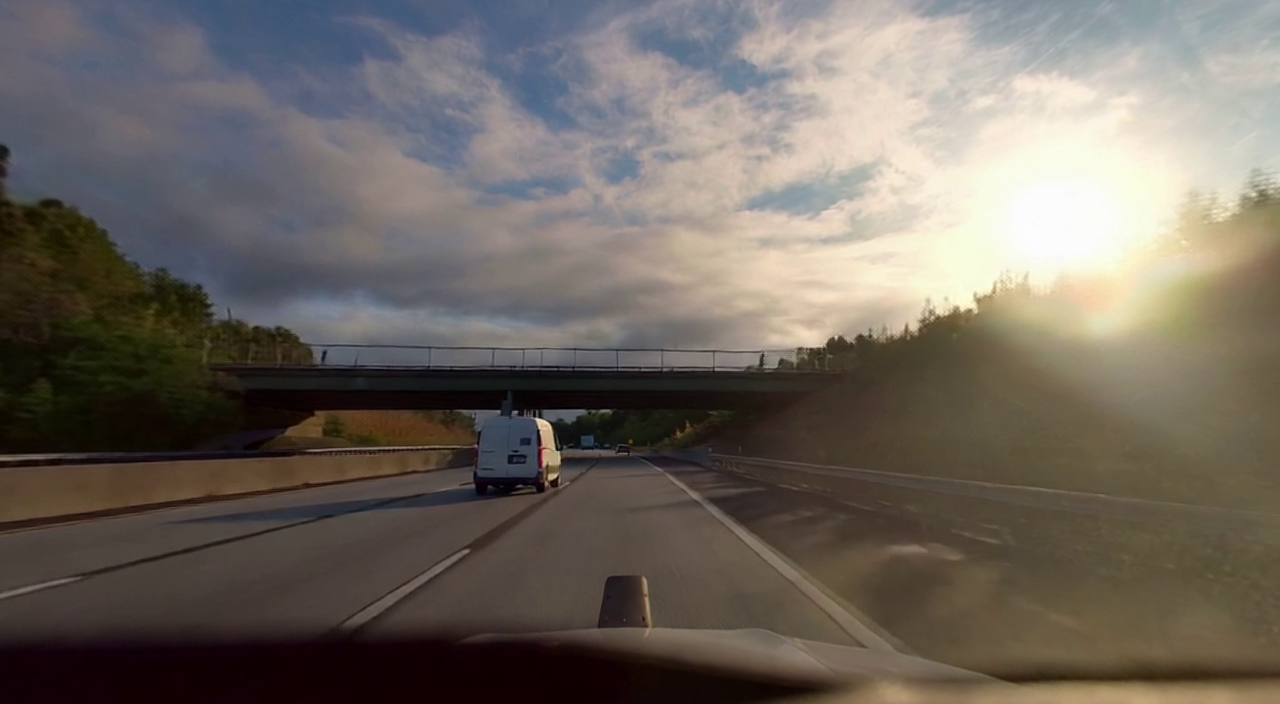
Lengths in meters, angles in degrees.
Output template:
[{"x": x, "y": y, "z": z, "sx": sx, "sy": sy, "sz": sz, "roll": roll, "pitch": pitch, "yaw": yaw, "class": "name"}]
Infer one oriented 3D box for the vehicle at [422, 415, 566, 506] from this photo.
[{"x": -3.329, "y": 2.632, "z": 15.662, "sx": 2.372, "sy": 1.891, "sz": 5.061, "roll": 0, "pitch": -8, "yaw": 0, "class": "vehicle"}]
